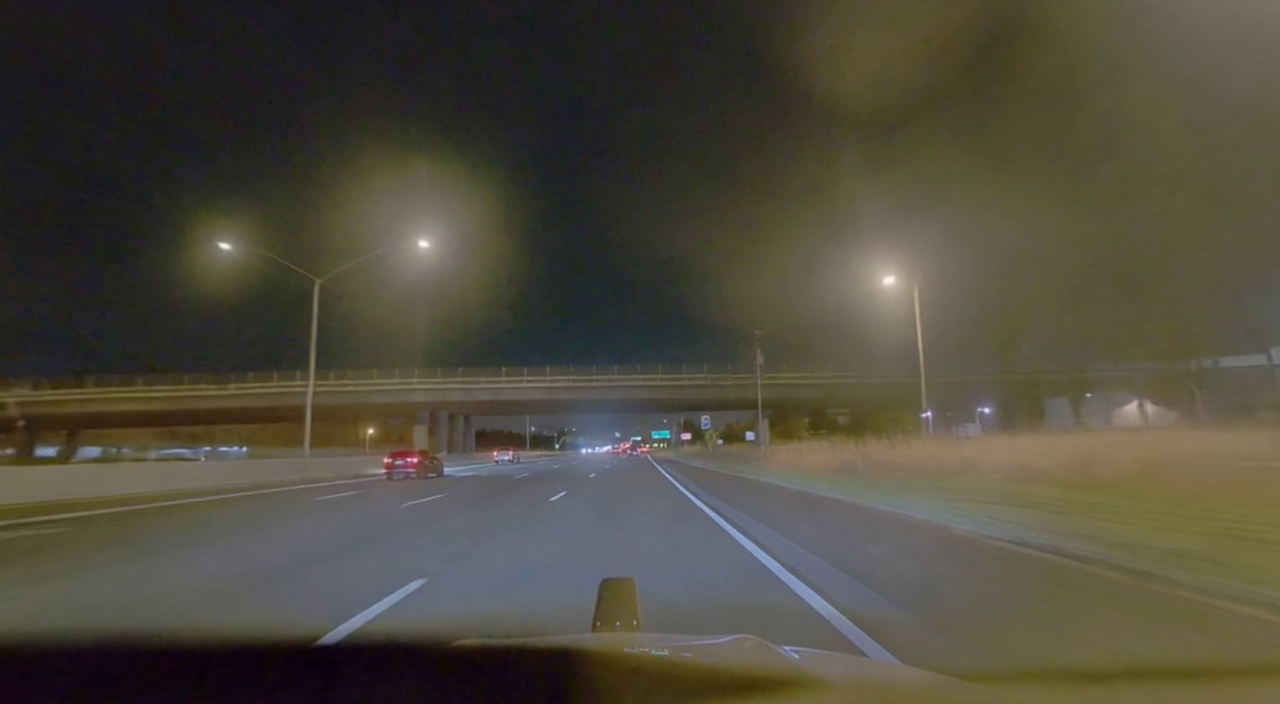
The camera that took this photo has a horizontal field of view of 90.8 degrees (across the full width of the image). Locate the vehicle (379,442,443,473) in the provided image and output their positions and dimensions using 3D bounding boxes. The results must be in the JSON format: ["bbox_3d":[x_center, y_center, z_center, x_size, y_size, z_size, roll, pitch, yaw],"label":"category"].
[{"bbox_3d":[-14.333,6.595,39.907,2.049,1.792,5.177,0,-9,0],"label":"vehicle"}]
